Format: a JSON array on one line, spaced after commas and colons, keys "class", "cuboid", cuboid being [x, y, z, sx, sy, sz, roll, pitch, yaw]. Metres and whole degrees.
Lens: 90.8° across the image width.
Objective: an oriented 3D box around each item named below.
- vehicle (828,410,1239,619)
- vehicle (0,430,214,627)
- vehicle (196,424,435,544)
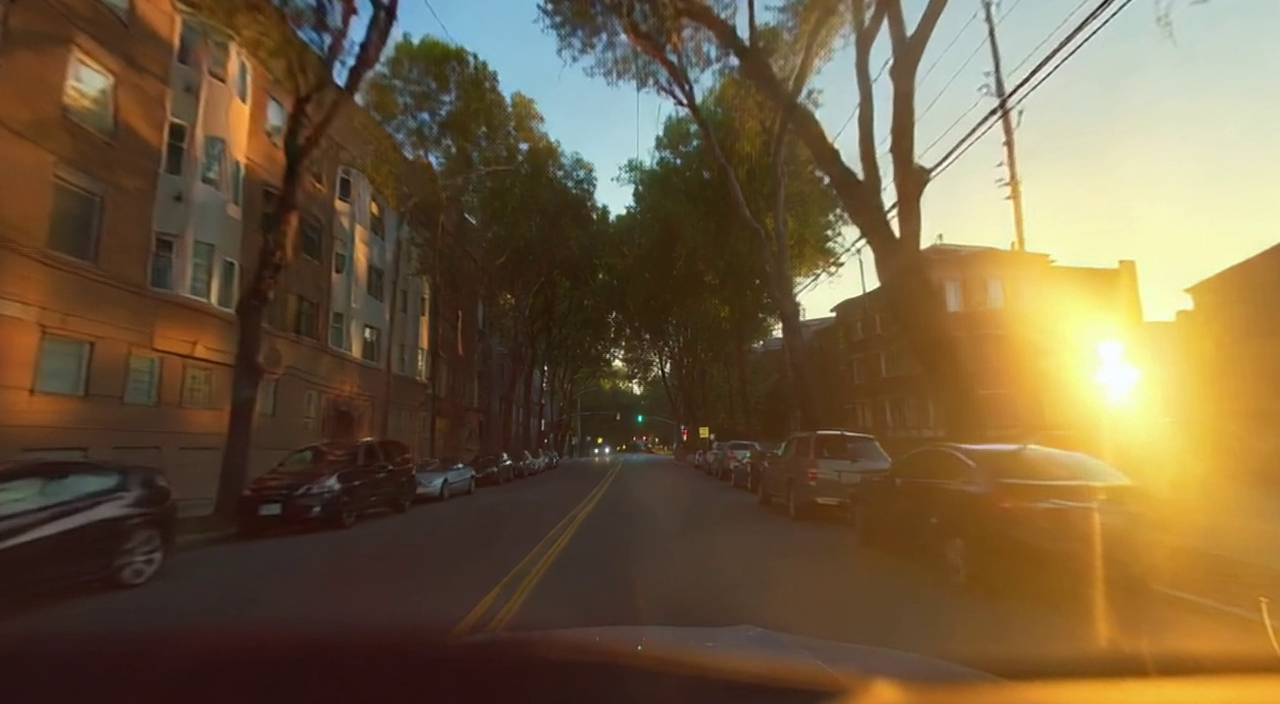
[{"class": "vehicle", "cuboid": [3.856, 1.654, 7.471, 1.924, 1.657, 4.665, 0, -8, 1]}, {"class": "vehicle", "cuboid": [-6.234, 1.617, 5.690, 1.763, 1.612, 4.462, -6, -8, -1]}, {"class": "vehicle", "cuboid": [-6.103, 2.492, 12.774, 2.175, 1.849, 4.725, -3, -8, 3]}]
